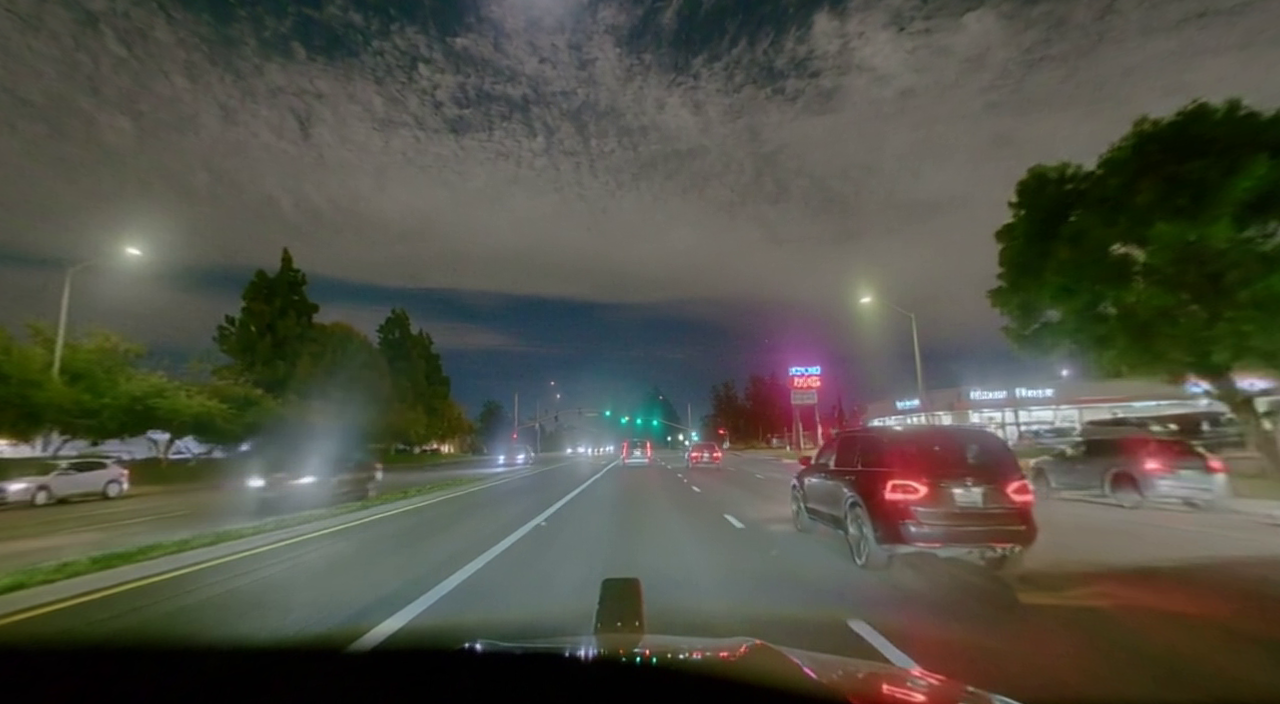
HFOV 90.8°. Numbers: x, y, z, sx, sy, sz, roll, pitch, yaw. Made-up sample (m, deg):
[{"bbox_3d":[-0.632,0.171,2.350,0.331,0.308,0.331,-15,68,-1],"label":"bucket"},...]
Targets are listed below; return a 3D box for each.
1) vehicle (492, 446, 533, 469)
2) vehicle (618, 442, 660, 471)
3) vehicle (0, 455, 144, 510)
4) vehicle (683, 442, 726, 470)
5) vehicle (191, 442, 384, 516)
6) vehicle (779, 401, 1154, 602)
[{"bbox_3d":[-8.604,7.105,42.900,1.862,1.446,4.333,0,-8,1],"label":"vehicle"},{"bbox_3d":[-0.066,5.638,34.421,2.135,1.468,4.076,0,-8,0],"label":"vehicle"},{"bbox_3d":[-20.055,4.344,21.553,2.201,1.561,5.095,0,-8,-2],"label":"vehicle"},{"bbox_3d":[3.520,5.741,35.077,1.889,1.473,4.303,0,-8,-1],"label":"vehicle"},{"bbox_3d":[-8.220,2.960,15.369,2.062,1.499,4.528,0,-8,1],"label":"vehicle"},{"bbox_3d":[3.182,1.552,7.440,2.022,1.643,4.326,0,-8,-1],"label":"vehicle"}]
